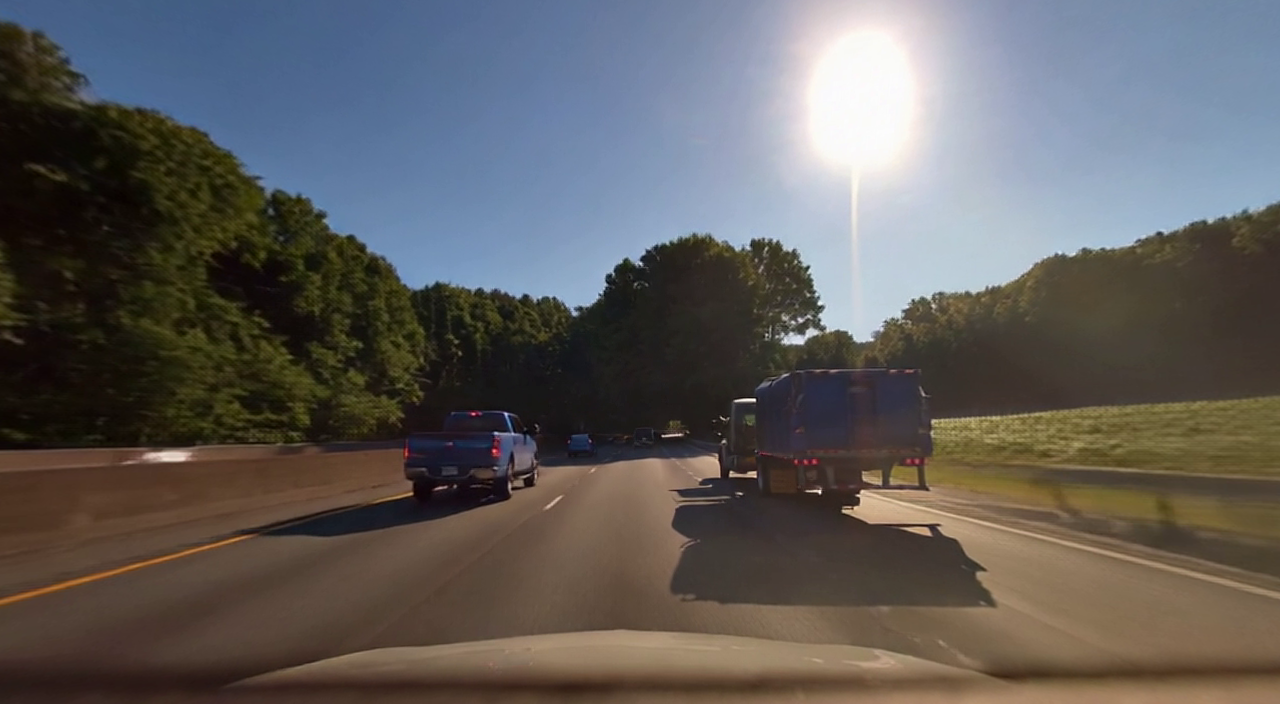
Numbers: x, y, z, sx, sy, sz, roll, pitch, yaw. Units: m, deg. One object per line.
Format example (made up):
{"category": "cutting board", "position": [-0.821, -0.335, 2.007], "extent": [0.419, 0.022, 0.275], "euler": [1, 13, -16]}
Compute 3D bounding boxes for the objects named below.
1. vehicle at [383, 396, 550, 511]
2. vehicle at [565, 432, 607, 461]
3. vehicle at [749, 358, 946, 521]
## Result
{"category": "vehicle", "position": [-3.355, 2.080, 13.362], "extent": [2.204, 1.991, 4.720], "euler": [0, -8, -1]}
{"category": "vehicle", "position": [-3.048, 5.423, 36.413], "extent": [2.008, 1.588, 4.147], "euler": [0, -8, 1]}
{"category": "vehicle", "position": [3.630, 1.647, 12.041], "extent": [2.256, 2.568, 4.049], "euler": [0, -8, -1]}
